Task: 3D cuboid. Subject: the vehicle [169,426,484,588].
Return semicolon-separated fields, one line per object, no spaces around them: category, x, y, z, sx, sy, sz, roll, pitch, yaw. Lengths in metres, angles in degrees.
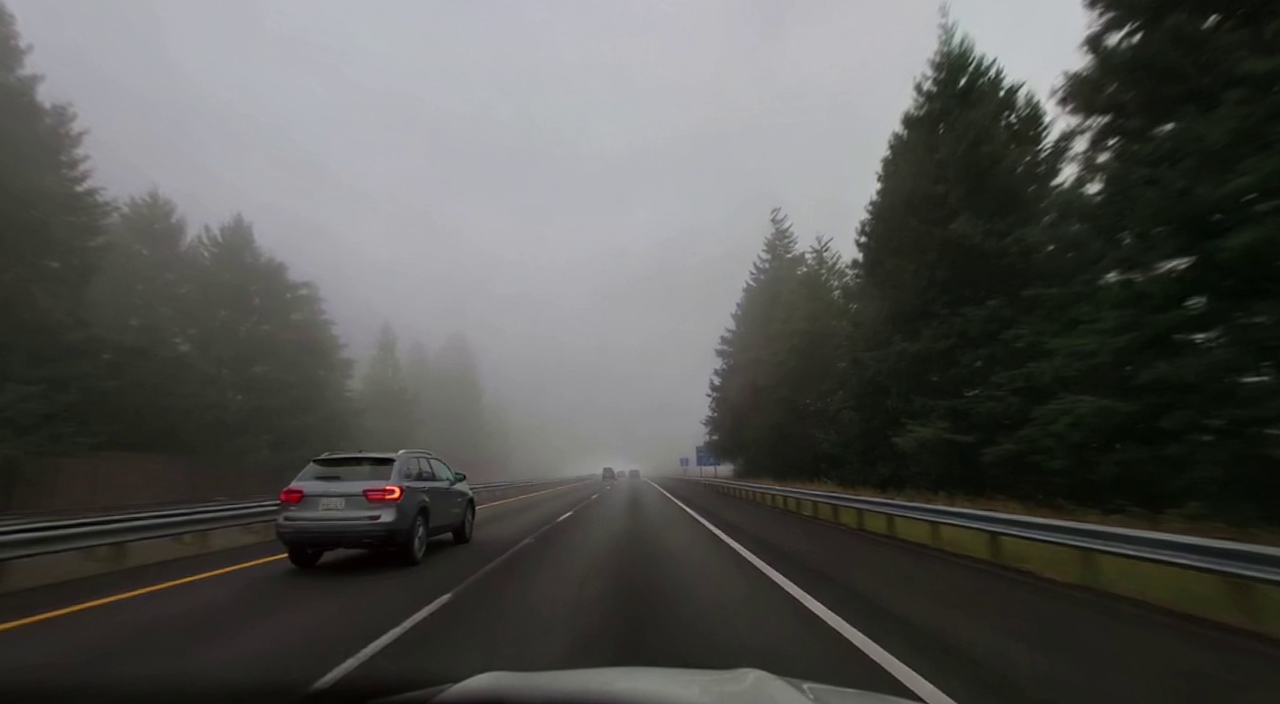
vehicle;-3.905;2.076;9.039;2.107;1.668;4.554;1;-11;0
